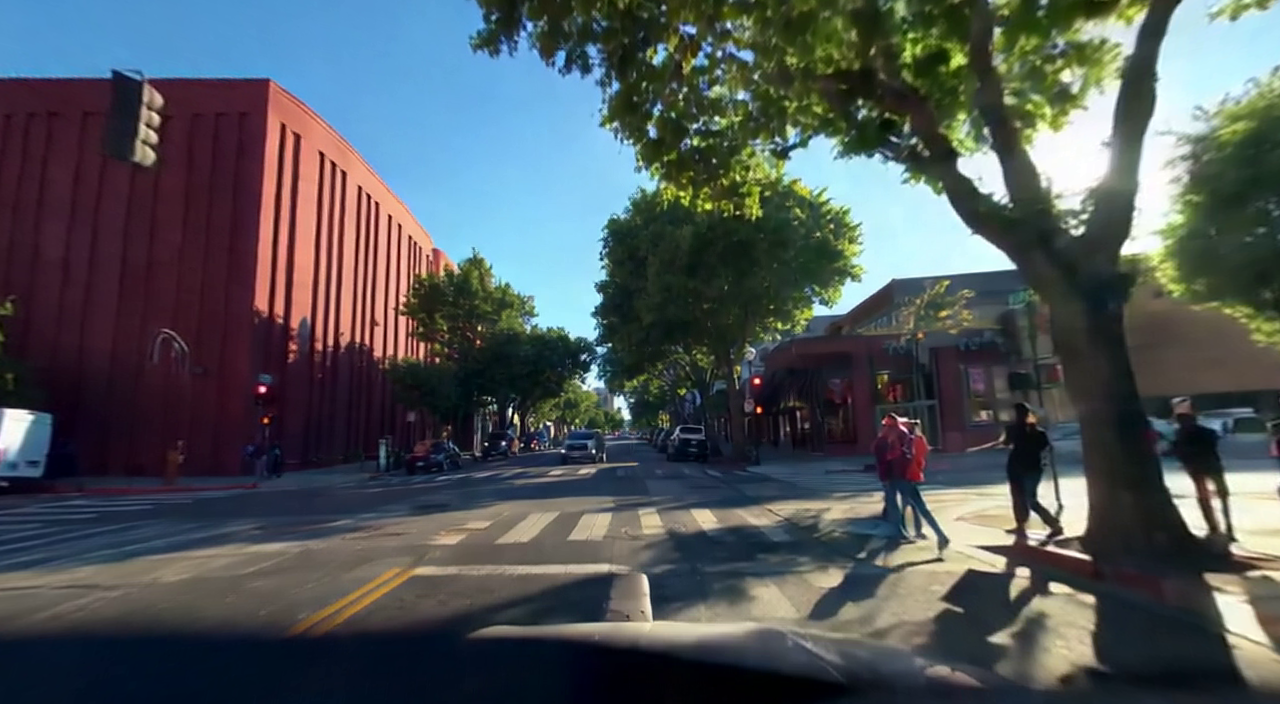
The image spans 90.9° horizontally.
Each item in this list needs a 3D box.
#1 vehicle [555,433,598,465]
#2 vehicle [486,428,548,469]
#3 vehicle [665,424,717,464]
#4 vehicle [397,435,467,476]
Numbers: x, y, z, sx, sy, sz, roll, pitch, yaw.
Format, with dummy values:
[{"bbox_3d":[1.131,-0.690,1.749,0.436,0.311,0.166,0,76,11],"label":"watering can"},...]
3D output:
[{"bbox_3d":[-3.349,5.205,33.989,2.033,1.596,4.142,0,-8,-2],"label":"vehicle"},{"bbox_3d":[-6.047,4.831,31.584,2.242,1.887,4.924,0,-8,-2],"label":"vehicle"},{"bbox_3d":[2.971,5.532,37.990,2.557,2.188,5.164,0,-8,-2],"label":"vehicle"},{"bbox_3d":[-9.980,4.979,30.671,2.216,1.804,4.526,1,-8,-5],"label":"vehicle"}]
